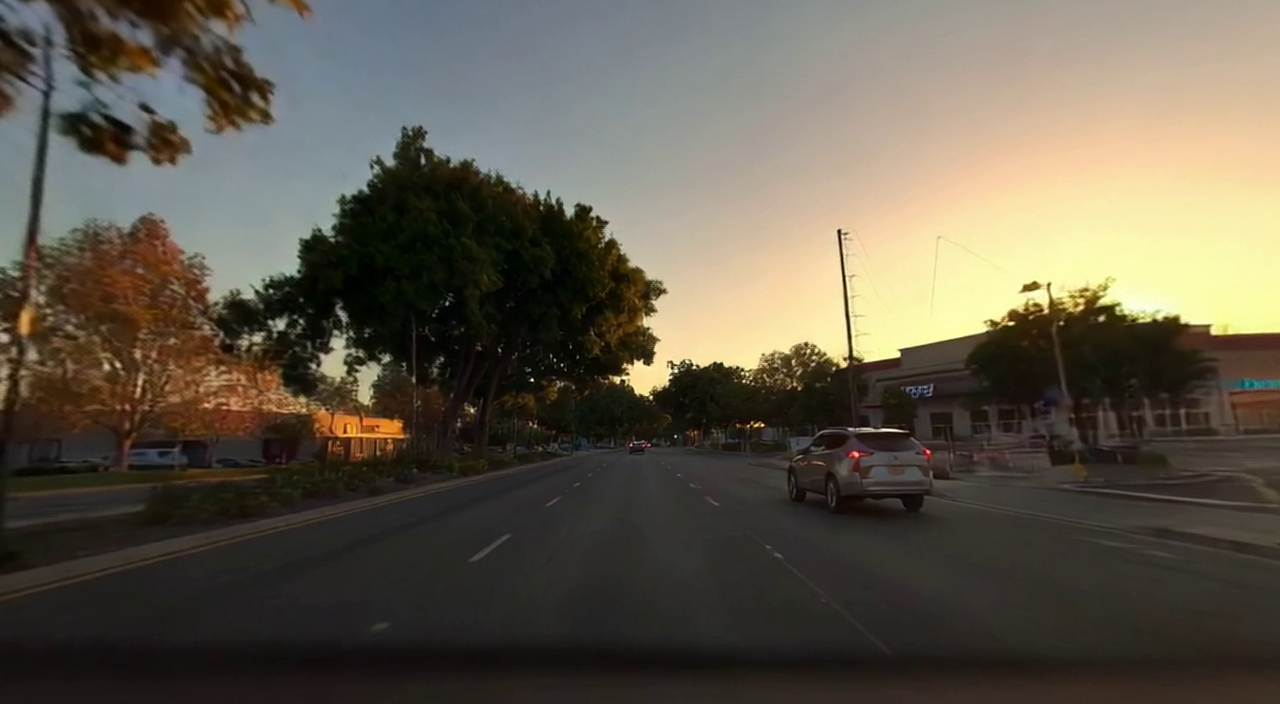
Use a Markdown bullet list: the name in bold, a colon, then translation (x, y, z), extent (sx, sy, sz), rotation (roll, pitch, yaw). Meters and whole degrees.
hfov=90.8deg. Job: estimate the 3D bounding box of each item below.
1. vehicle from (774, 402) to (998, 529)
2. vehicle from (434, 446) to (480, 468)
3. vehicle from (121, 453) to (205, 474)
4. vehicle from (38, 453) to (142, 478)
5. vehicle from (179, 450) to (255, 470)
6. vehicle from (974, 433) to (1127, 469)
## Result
- **vehicle**: translation (4.379, 2.139, 12.421), extent (2.185, 1.956, 5.128), rotation (0, -8, -2)
- **vehicle**: translation (-13.137, 7.534, 45.655), extent (1.915, 1.483, 4.730), rotation (0, -8, 0)
- **vehicle**: translation (-32.552, 7.595, 43.182), extent (4.393, 1.394, 1.612), rotation (0, -8, 1)
- **vehicle**: translation (-32.665, 6.744, 37.608), extent (4.635, 1.422, 1.725), rotation (0, -8, 3)
- **vehicle**: translation (-32.577, 8.345, 48.769), extent (4.397, 1.483, 2.036), rotation (0, -8, 2)
- **vehicle**: translation (16.617, 4.036, 25.766), extent (4.848, 1.418, 1.914), rotation (0, -8, 2)
